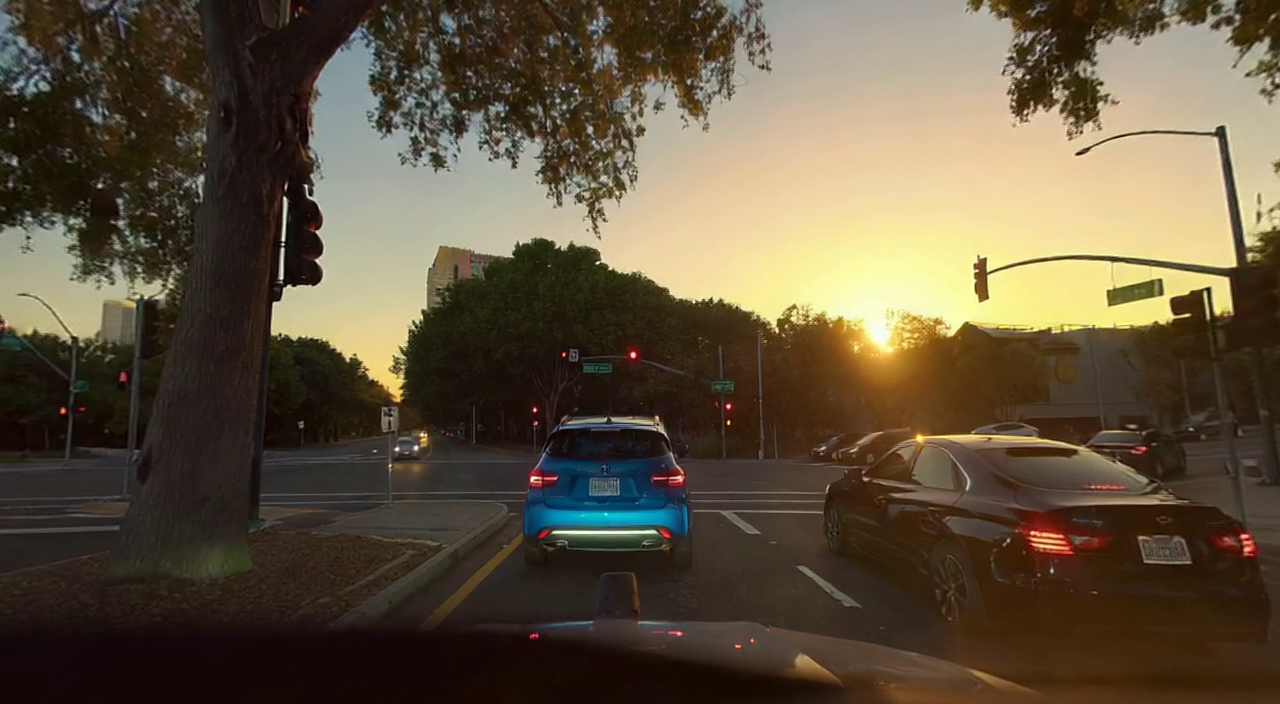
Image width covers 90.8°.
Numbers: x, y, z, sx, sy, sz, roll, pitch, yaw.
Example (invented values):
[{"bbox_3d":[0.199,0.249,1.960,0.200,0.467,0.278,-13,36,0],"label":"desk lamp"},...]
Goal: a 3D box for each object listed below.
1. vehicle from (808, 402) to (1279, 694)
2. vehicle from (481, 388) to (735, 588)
[{"bbox_3d":[3.170,1.405,5.793,1.932,1.562,4.629,0,-9,-1],"label":"vehicle"},{"bbox_3d":[-0.342,1.521,7.801,2.247,1.760,4.231,0,-9,-2],"label":"vehicle"}]
